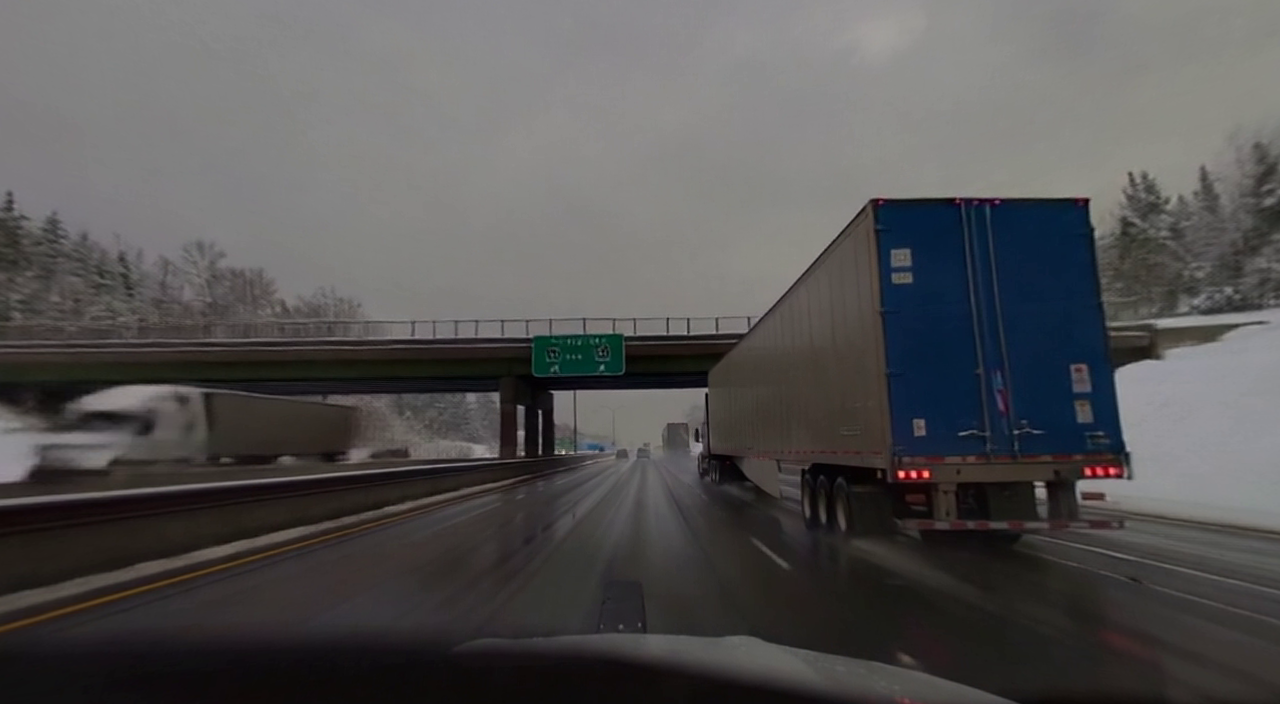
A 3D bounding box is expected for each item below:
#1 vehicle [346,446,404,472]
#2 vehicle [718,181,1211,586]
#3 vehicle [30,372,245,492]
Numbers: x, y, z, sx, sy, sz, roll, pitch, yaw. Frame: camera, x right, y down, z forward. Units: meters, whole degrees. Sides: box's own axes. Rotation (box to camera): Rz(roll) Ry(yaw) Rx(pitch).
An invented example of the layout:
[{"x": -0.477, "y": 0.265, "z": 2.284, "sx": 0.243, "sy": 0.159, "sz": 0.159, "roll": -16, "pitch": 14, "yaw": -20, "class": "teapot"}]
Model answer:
[{"x": -15.079, "y": 6.105, "z": 36.076, "sx": 1.720, "sy": 1.443, "sz": 3.580, "roll": 0, "pitch": -9, "yaw": 0, "class": "vehicle"}, {"x": 3.984, "y": 1.306, "z": 13.307, "sx": 2.825, "sy": 4.054, "sz": 14.210, "roll": 0, "pitch": -9, "yaw": 0, "class": "vehicle"}, {"x": -18.484, "y": 3.095, "z": 23.866, "sx": 2.957, "sy": 3.937, "sz": 5.954, "roll": 0, "pitch": -9, "yaw": 0, "class": "vehicle"}]
